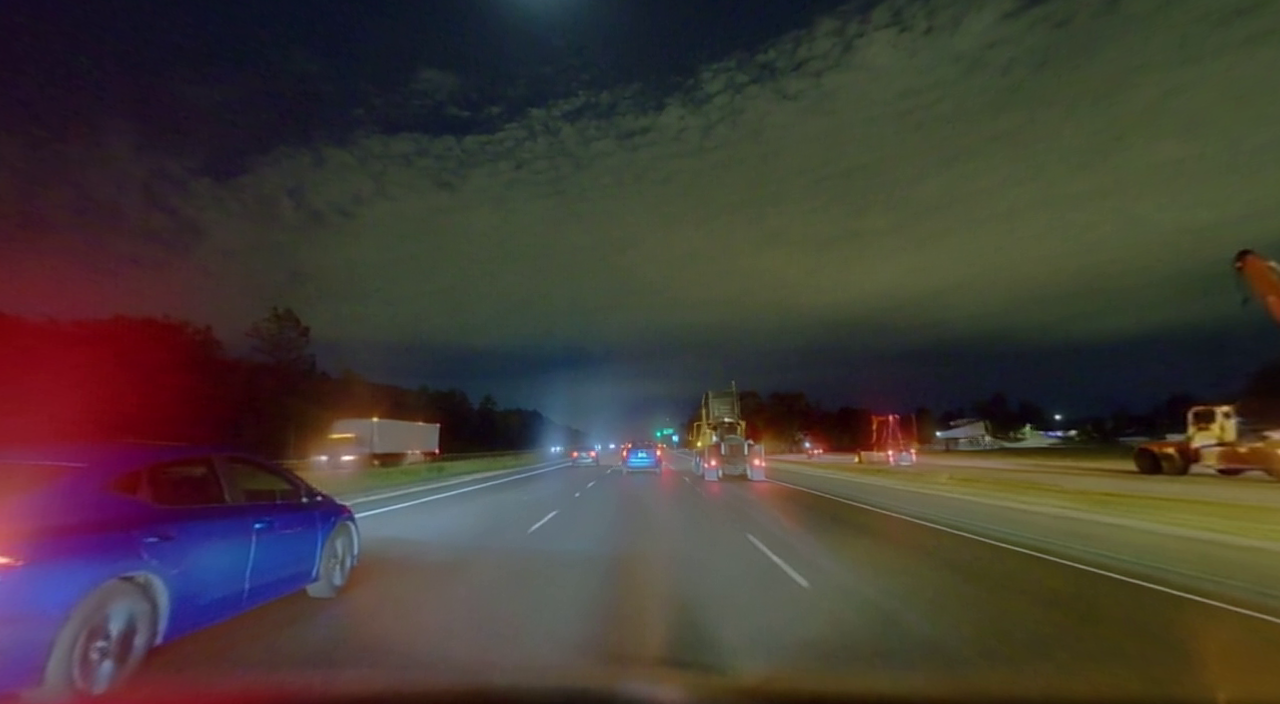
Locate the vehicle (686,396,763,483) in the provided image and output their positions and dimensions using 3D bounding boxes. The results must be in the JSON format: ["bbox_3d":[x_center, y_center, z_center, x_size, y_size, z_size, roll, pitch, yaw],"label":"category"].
[{"bbox_3d":[4.069,4.570,32.759,2.793,3.828,9.580,0,-8,1],"label":"vehicle"}]

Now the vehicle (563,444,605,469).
[{"bbox_3d":[-3.396,6.409,38.880,2.096,1.469,4.319,0,-8,1],"label":"vehicle"}]

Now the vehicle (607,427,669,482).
[{"bbox_3d":[-0.057,4.131,25.657,2.308,1.993,4.631,0,-8,1],"label":"vehicle"}]
